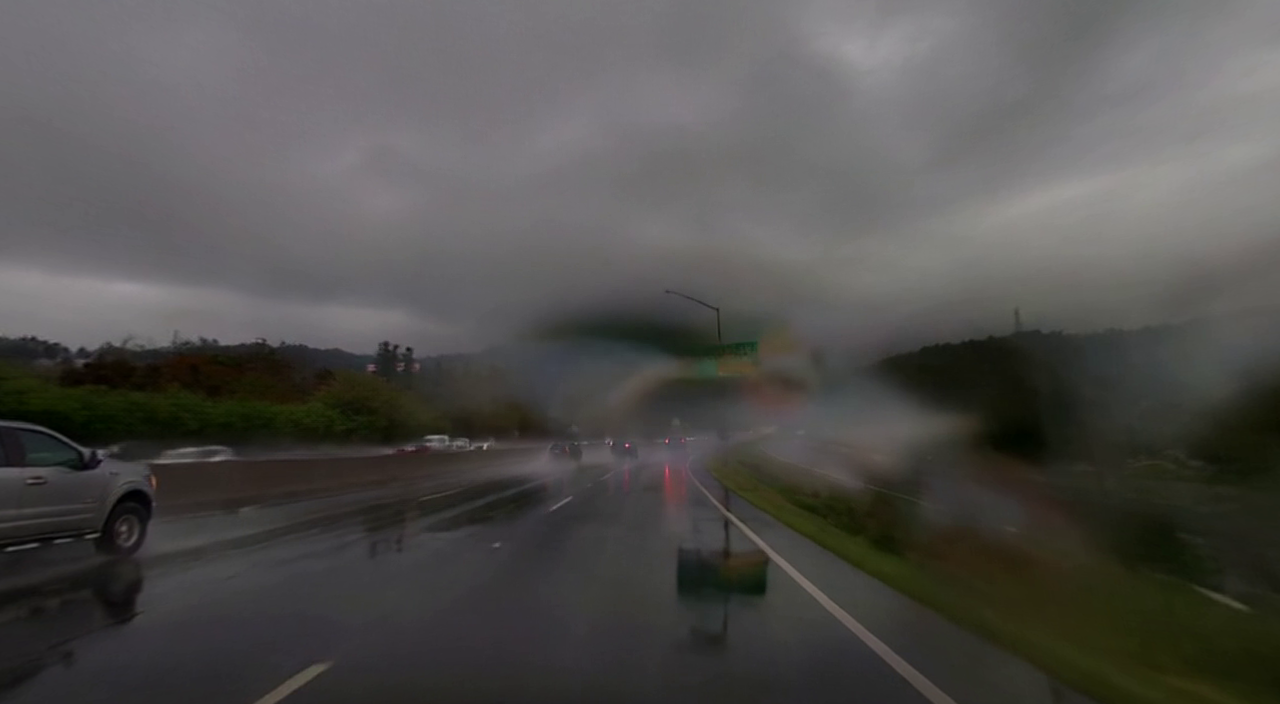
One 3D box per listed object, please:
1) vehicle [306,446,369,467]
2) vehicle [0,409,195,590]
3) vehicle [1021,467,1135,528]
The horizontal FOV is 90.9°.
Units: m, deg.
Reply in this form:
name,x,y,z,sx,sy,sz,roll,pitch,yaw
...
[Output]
name,x,y,z,sx,sy,sz,roll,pitch,yaw
vehicle,-21.574,7.456,45.199,1.887,1.462,4.739,-1,-8,5
vehicle,-6.810,1.350,5.762,1.923,1.630,4.857,0,-8,0
vehicle,28.183,9.304,41.048,2.749,3.380,6.690,-1,-8,3
